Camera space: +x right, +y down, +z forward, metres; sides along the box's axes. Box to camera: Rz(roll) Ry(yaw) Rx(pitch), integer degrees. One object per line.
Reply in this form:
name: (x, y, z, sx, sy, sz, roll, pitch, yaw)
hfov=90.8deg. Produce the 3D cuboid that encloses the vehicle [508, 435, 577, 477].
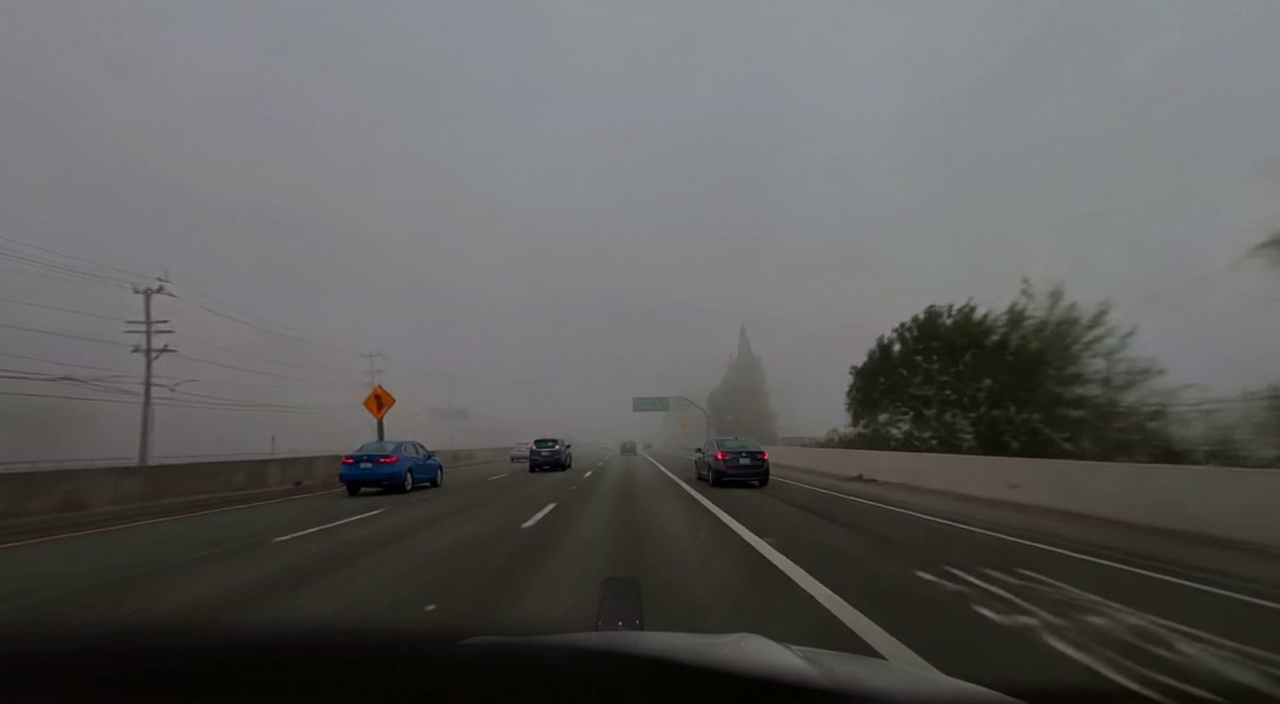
vehicle: (-3.746, 4.107, 25.148, 2.066, 1.488, 4.377, 0, -8, 0)

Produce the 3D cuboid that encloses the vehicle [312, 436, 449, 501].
vehicle: (-6.587, 2.979, 16.615, 1.903, 1.482, 4.180, 0, -8, -1)

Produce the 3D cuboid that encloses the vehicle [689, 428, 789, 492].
vehicle: (2.774, 3.159, 18.855, 2.100, 1.659, 4.387, 0, -8, -3)
